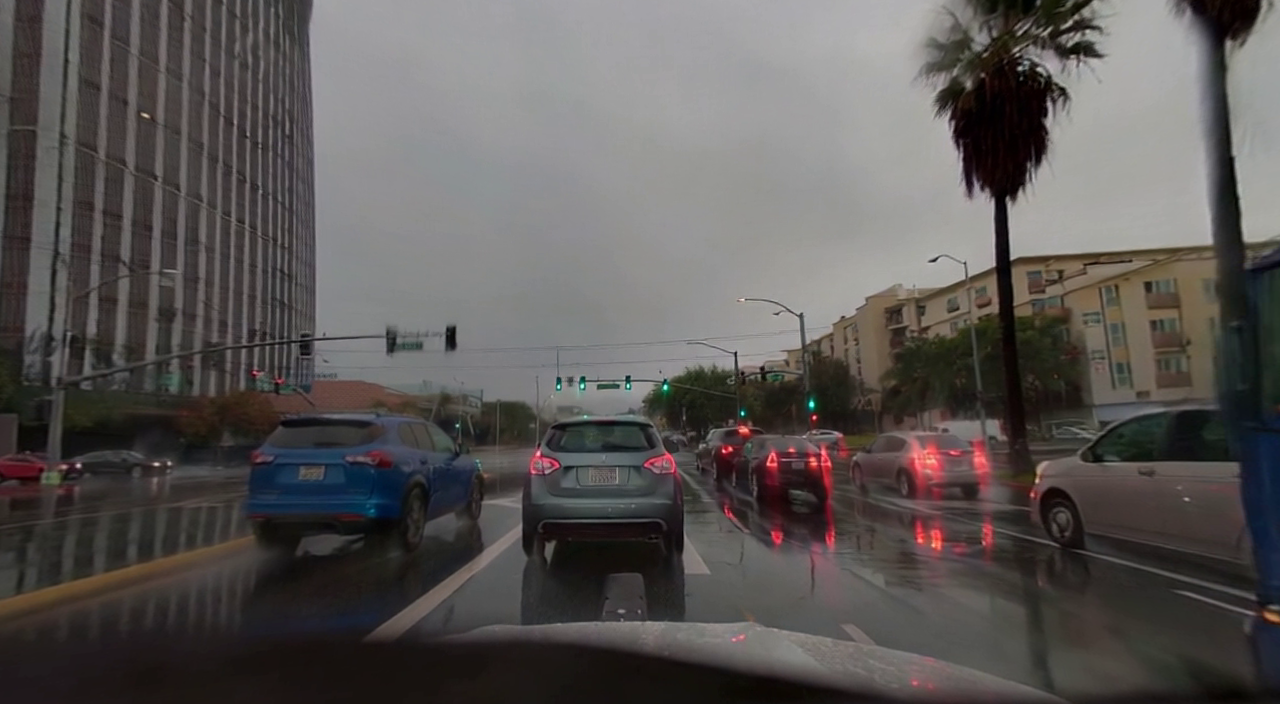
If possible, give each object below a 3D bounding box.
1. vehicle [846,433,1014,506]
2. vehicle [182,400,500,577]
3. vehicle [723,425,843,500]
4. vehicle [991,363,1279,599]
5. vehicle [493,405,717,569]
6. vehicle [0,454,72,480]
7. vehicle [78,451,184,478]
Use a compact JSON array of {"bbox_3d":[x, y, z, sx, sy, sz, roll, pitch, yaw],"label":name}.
[{"bbox_3d":[6.537,2.680,14.863,1.764,1.451,4.300,0,-8,-2],"label":"vehicle"},{"bbox_3d":[-3.526,1.707,8.674,2.136,1.779,4.417,0,-8,1],"label":"vehicle"},{"bbox_3d":[3.339,2.679,15.640,1.975,1.598,4.025,0,-8,-1],"label":"vehicle"},{"bbox_3d":[6.474,1.333,6.930,2.130,1.979,5.310,0,-8,-1],"label":"vehicle"},{"bbox_3d":[-0.407,1.707,8.723,2.302,1.681,4.217,0,-8,-1],"label":"vehicle"},{"bbox_3d":[-42.476,7.876,43.260,4.867,1.689,1.971,1,-9,-8],"label":"vehicle"},{"bbox_3d":[-35.695,7.877,44.461,5.422,1.765,1.937,1,-9,-8],"label":"vehicle"}]
